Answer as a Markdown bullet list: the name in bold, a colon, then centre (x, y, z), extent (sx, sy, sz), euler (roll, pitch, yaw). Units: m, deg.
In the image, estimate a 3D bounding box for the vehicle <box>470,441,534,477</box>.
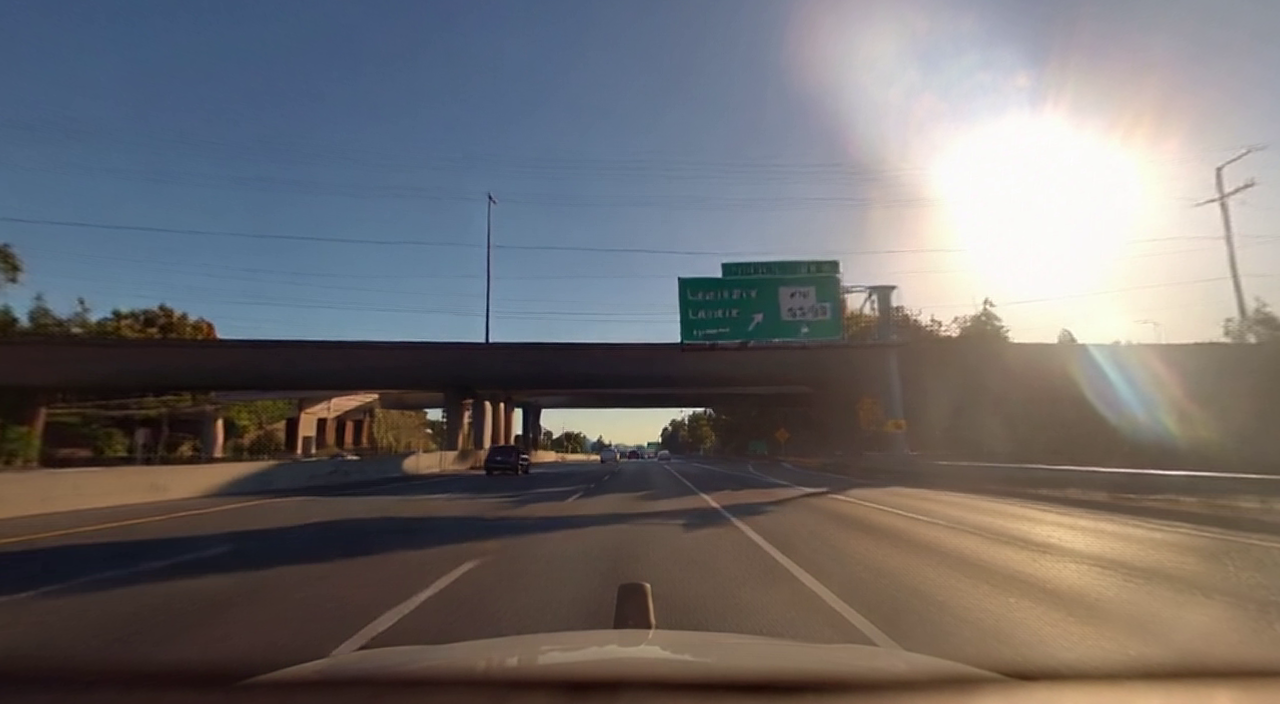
- **vehicle**: centre (-7.038, 5.505, 32.679), extent (2.118, 1.696, 4.836), euler (0, -9, 2)
